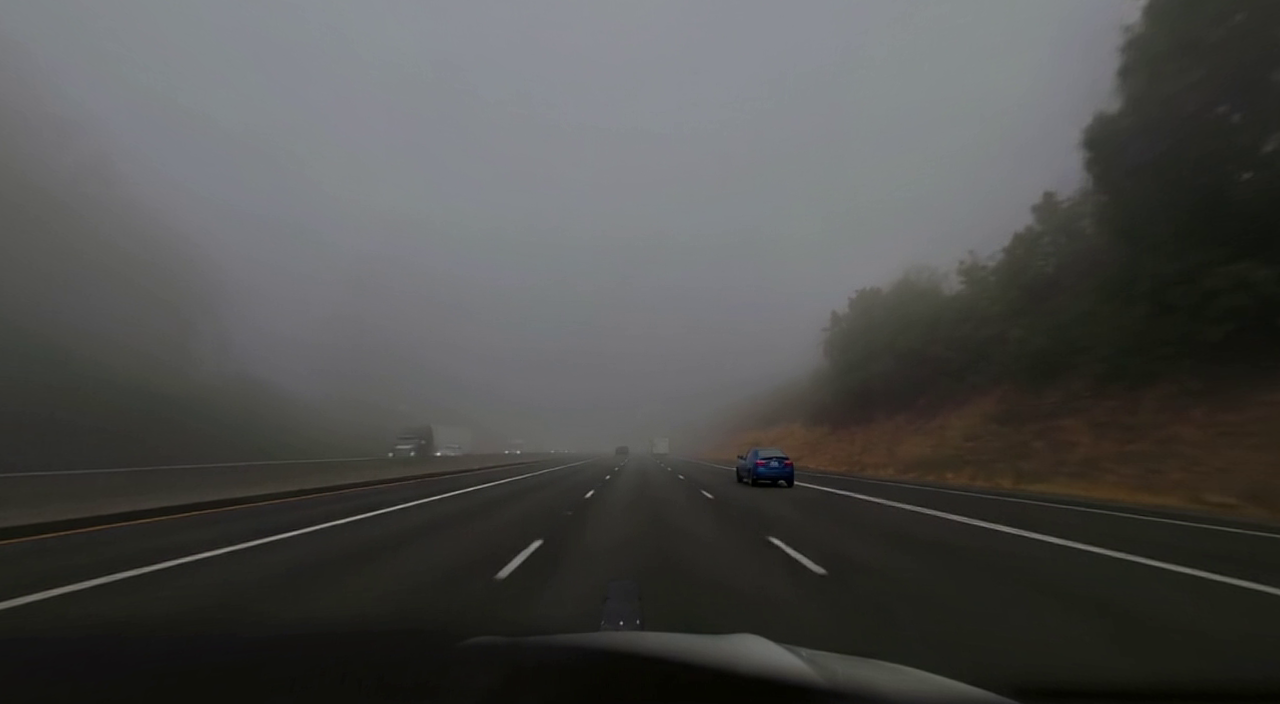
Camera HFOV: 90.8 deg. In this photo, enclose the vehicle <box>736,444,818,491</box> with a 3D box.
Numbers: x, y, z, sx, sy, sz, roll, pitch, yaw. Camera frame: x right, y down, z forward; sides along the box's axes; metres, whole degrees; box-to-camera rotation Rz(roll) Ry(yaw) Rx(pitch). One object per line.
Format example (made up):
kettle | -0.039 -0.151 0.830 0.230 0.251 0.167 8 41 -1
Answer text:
vehicle | 4.719 4.023 22.307 1.967 1.472 3.751 0 -9 -2
